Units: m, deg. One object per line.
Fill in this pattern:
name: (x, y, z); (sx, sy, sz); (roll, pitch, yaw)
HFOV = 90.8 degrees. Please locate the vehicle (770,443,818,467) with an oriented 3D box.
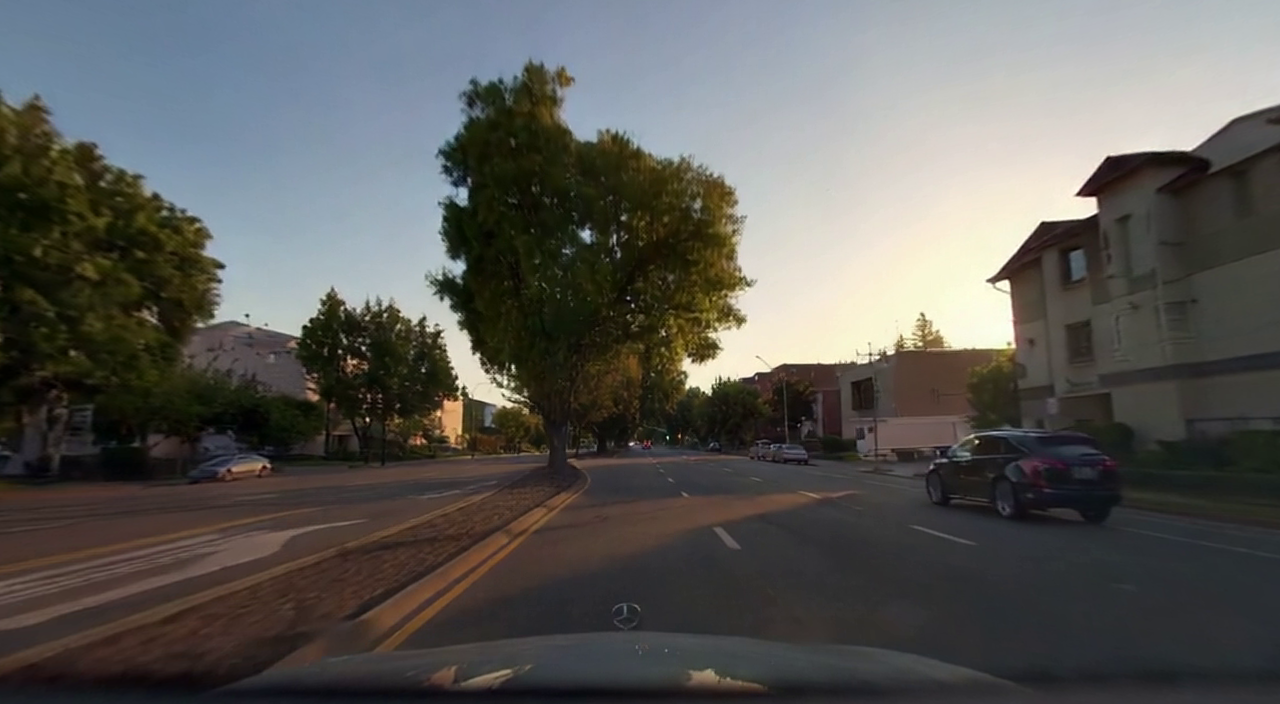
vehicle: (10.353, 6.942, 42.765); (1.931, 1.565, 4.043); (1, -8, -4)

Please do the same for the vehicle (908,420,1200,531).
vehicle: (7.214, 2.199, 11.851); (2.053, 1.628, 4.717); (1, -8, -4)

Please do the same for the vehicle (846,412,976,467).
vehicle: (17.154, 5.597, 40.324); (6.927, 3.298, 2.751); (0, -8, 0)

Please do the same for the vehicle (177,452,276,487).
vehicle: (-20.605, 5.827, 31.724); (1.945, 1.469, 4.539); (-1, -8, -1)
